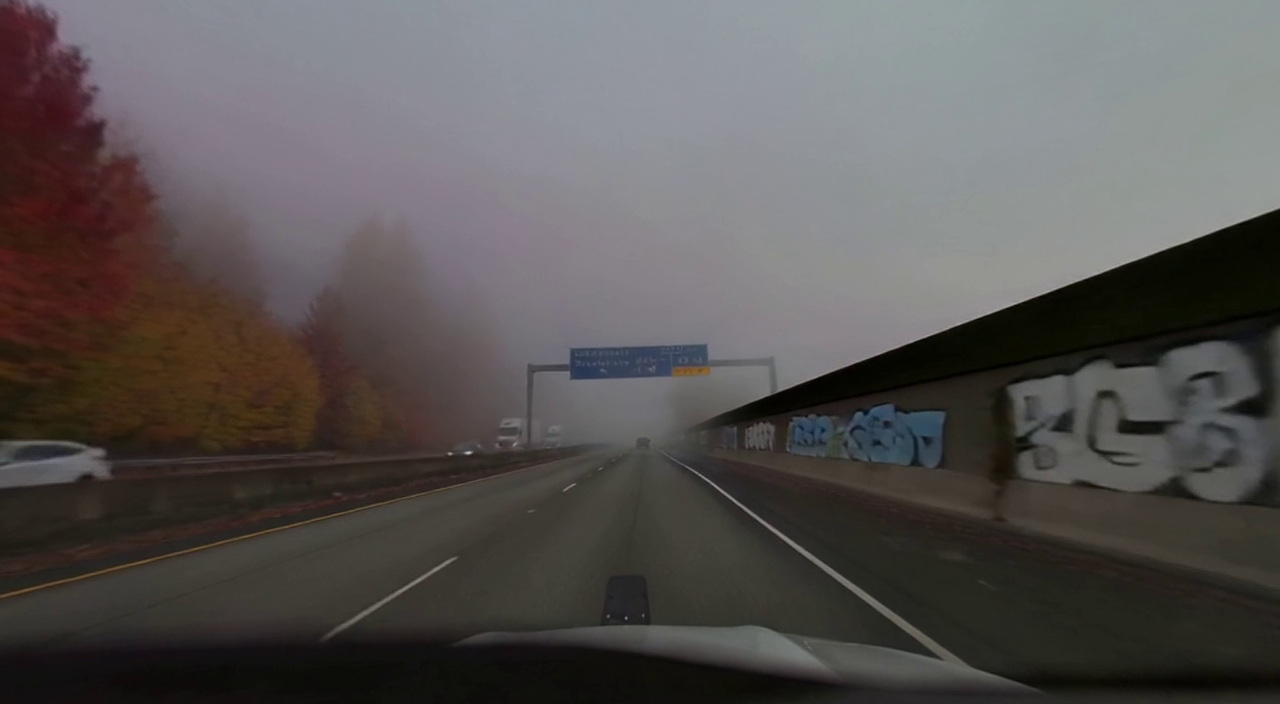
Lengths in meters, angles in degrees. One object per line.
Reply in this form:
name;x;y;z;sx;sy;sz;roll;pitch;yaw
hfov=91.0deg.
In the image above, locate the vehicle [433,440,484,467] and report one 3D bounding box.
vehicle;-10.660;5.945;37.231;1.816;1.494;3.931;0;-8;0
